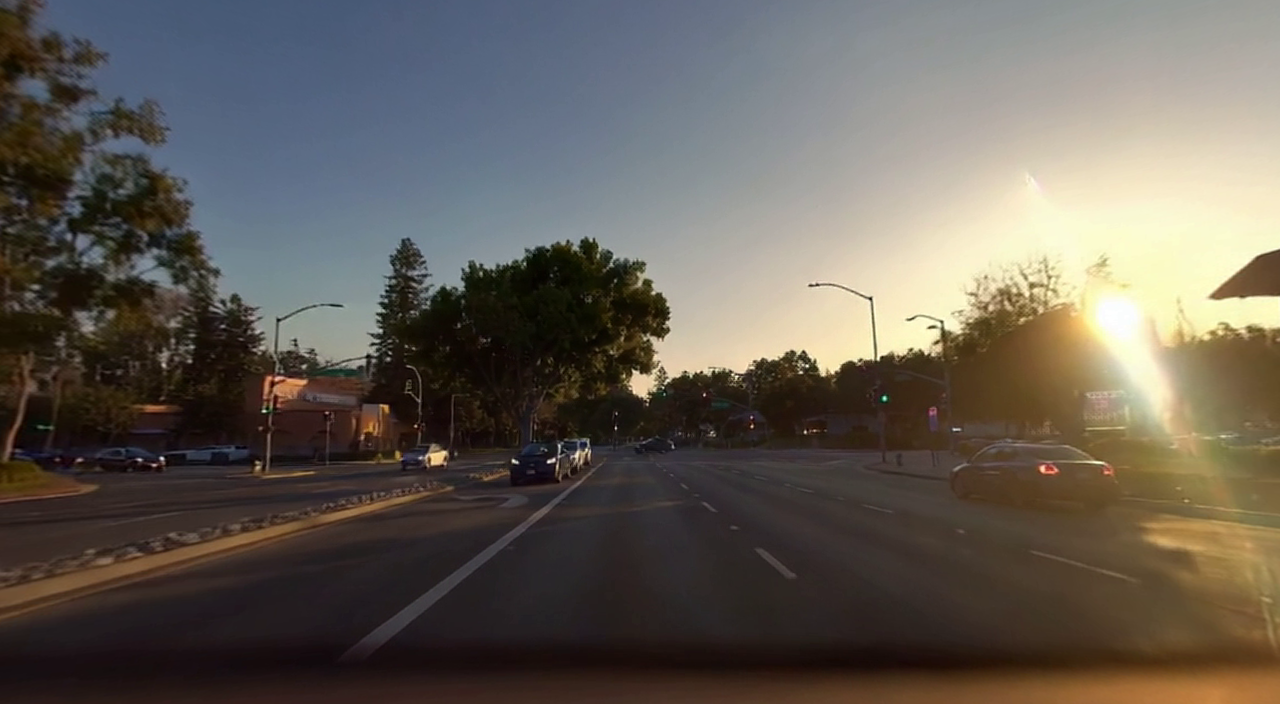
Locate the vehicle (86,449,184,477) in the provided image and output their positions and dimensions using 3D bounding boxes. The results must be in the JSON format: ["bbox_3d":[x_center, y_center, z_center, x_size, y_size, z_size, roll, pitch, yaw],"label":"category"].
[{"bbox_3d":[-30.006,6.543,37.523,5.228,1.539,2.009,-3,-9,21],"label":"vehicle"}]

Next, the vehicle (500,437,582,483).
[{"bbox_3d":[-3.431,3.853,22.897,2.121,1.481,4.708,0,-8,1],"label":"vehicle"}]

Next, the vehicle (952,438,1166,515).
[{"bbox_3d":[9.119,2.711,14.311,1.936,1.460,4.258,0,-8,0],"label":"vehicle"}]

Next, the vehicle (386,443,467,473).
[{"bbox_3d":[-11.438,5.662,34.160,1.873,1.485,4.382,-3,-9,17],"label":"vehicle"}]
